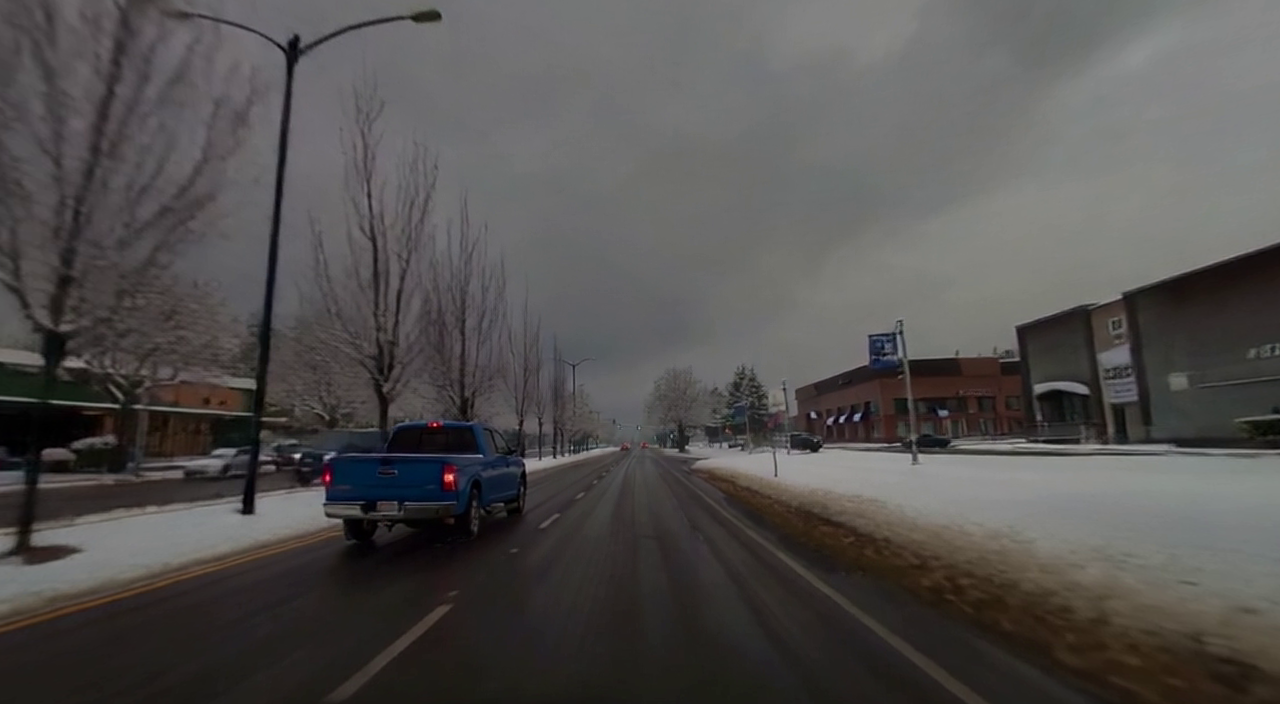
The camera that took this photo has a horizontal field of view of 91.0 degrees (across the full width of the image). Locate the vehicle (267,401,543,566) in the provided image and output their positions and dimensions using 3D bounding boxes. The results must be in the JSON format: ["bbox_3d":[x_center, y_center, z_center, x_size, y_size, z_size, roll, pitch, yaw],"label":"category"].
[{"bbox_3d":[-3.000,1.838,9.666,2.065,1.790,5.417,0,-8,1],"label":"vehicle"}]

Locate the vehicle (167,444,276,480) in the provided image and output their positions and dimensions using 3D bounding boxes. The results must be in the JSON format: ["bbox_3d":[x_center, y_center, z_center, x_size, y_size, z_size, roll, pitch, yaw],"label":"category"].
[{"bbox_3d":[-21.404,5.621,32.522,2.224,1.668,5.022,-2,-9,0],"label":"vehicle"}]
